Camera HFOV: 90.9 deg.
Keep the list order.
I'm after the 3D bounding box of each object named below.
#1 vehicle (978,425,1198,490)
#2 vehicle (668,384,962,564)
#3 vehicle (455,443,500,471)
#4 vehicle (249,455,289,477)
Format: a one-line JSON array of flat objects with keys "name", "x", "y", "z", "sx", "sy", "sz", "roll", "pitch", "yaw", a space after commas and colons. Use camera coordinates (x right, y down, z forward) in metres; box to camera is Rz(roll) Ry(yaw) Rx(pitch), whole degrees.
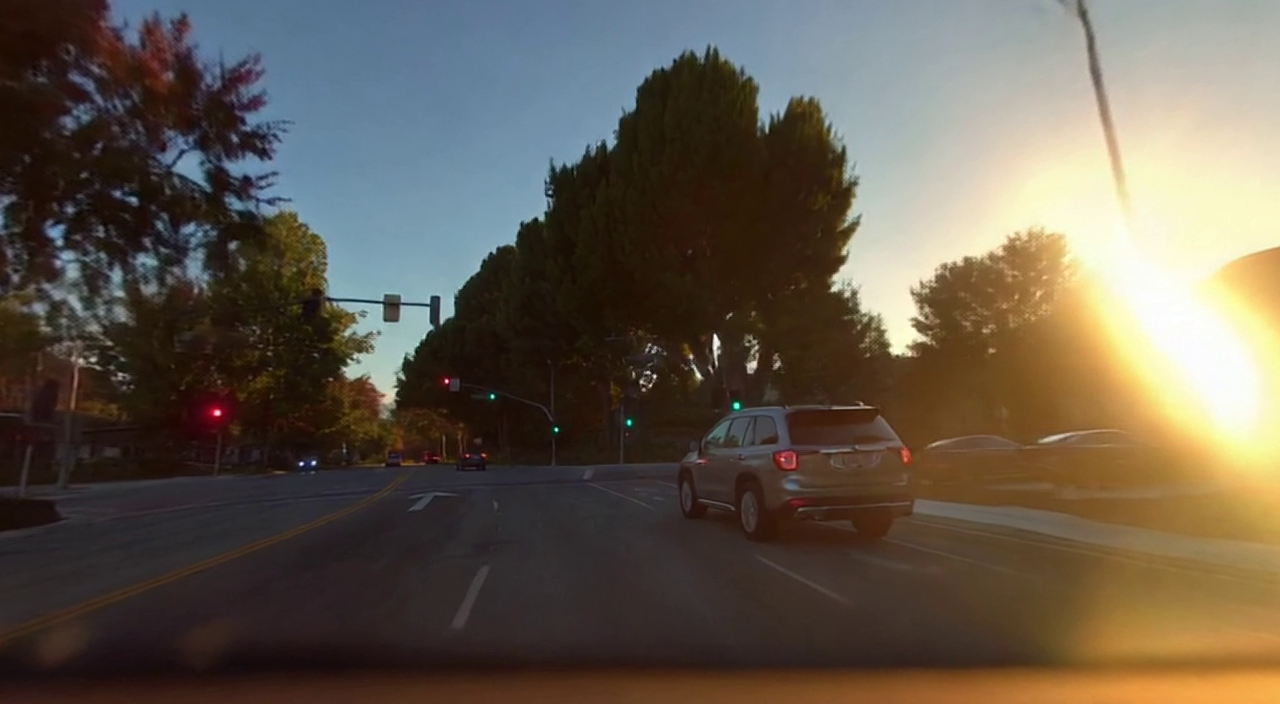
[{"name": "vehicle", "x": 11.414, "y": 2.697, "z": 16.269, "sx": 4.169, "sy": 1.527, "sz": 2.053, "roll": 0, "pitch": -9, "yaw": -6}, {"name": "vehicle", "x": 2.250, "y": 1.841, "z": 10.314, "sx": 2.338, "sy": 2.063, "sz": 5.592, "roll": 1, "pitch": -9, "yaw": -11}, {"name": "vehicle", "x": -10.798, "y": 6.873, "z": 41.686, "sx": 2.138, "sy": 1.729, "sz": 4.178, "roll": 4, "pitch": -9, "yaw": -24}, {"name": "vehicle", "x": -28.788, "y": 8.821, "z": 49.017, "sx": 1.955, "sy": 1.509, "sz": 4.640, "roll": 0, "pitch": -8, "yaw": -21}]
